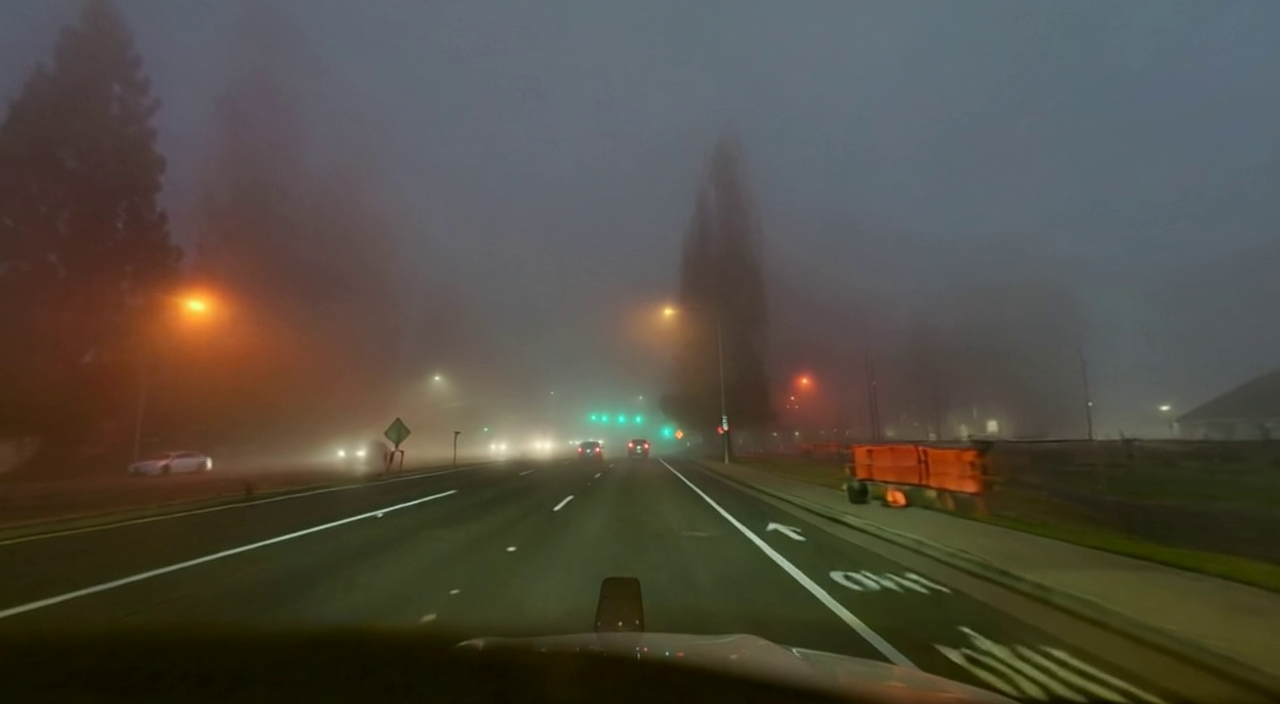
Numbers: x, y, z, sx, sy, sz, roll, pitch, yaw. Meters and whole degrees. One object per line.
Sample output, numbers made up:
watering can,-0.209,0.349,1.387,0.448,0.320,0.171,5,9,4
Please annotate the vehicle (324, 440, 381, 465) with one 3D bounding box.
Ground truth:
vehicle,-20.965,7.346,46.146,2.020,1.685,4.491,0,-8,0

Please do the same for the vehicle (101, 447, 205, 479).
vehicle,-24.788,5.643,32.278,1.834,1.502,4.346,0,-8,0

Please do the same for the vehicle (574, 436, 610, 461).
vehicle,-3.336,6.805,44.649,2.198,1.663,4.519,0,-8,1

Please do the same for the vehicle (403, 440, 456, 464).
vehicle,-14.152,6.713,42.530,1.953,1.509,4.452,0,-8,1
